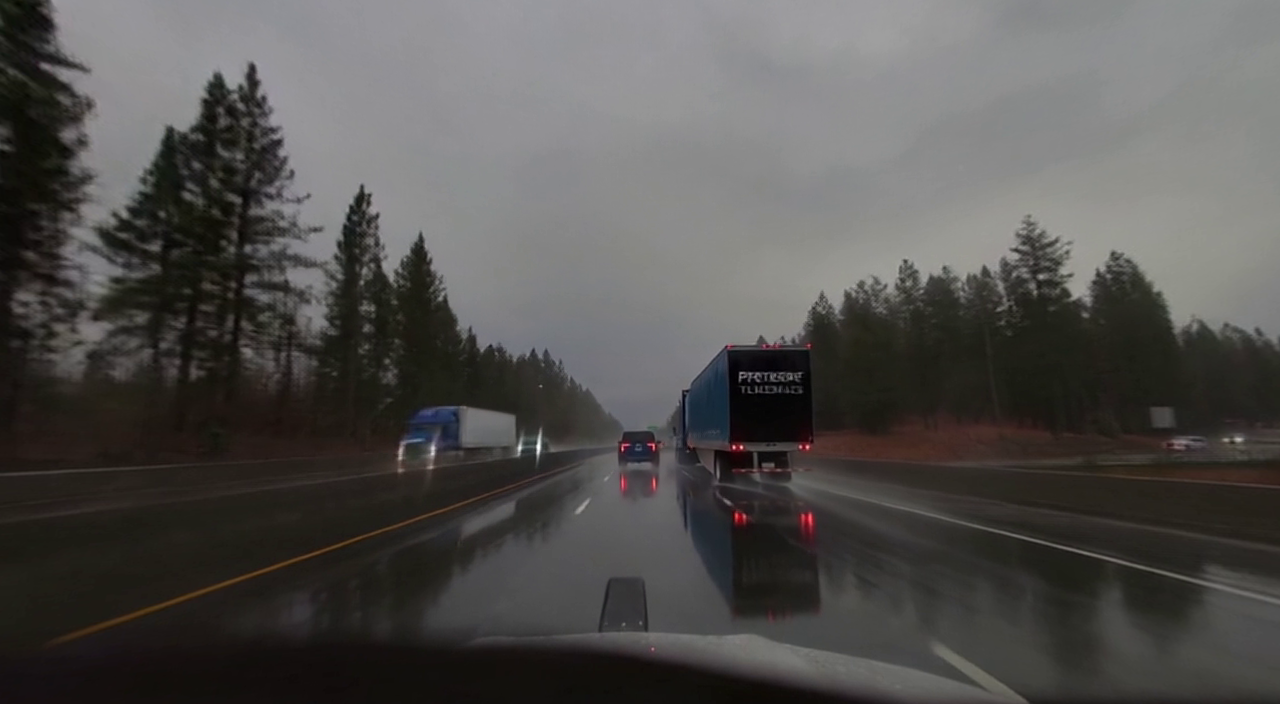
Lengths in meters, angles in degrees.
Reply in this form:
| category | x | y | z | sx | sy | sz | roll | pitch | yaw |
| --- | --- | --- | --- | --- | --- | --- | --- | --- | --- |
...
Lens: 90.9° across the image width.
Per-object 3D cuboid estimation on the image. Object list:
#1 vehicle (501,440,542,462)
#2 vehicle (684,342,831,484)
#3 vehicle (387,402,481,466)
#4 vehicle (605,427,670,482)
| category | x | y | z | sx | sy | sz | roll | pitch | yaw |
| --- | --- | --- | --- | --- | --- | --- | --- | --- | --- |
| vehicle | -8.872 | 7.450 | 47.591 | 2.117 | 1.493 | 4.774 | 0 | -8 | 1 |
| vehicle | 4.016 | 2.997 | 26.769 | 2.899 | 4.160 | 16.621 | 0 | -9 | -1 |
| vehicle | -13.423 | 5.531 | 42.080 | 3.042 | 3.762 | 9.032 | 0 | -8 | 1 |
| vehicle | -0.097 | 3.846 | 23.910 | 2.222 | 1.848 | 4.610 | 0 | -8 | 0 |
